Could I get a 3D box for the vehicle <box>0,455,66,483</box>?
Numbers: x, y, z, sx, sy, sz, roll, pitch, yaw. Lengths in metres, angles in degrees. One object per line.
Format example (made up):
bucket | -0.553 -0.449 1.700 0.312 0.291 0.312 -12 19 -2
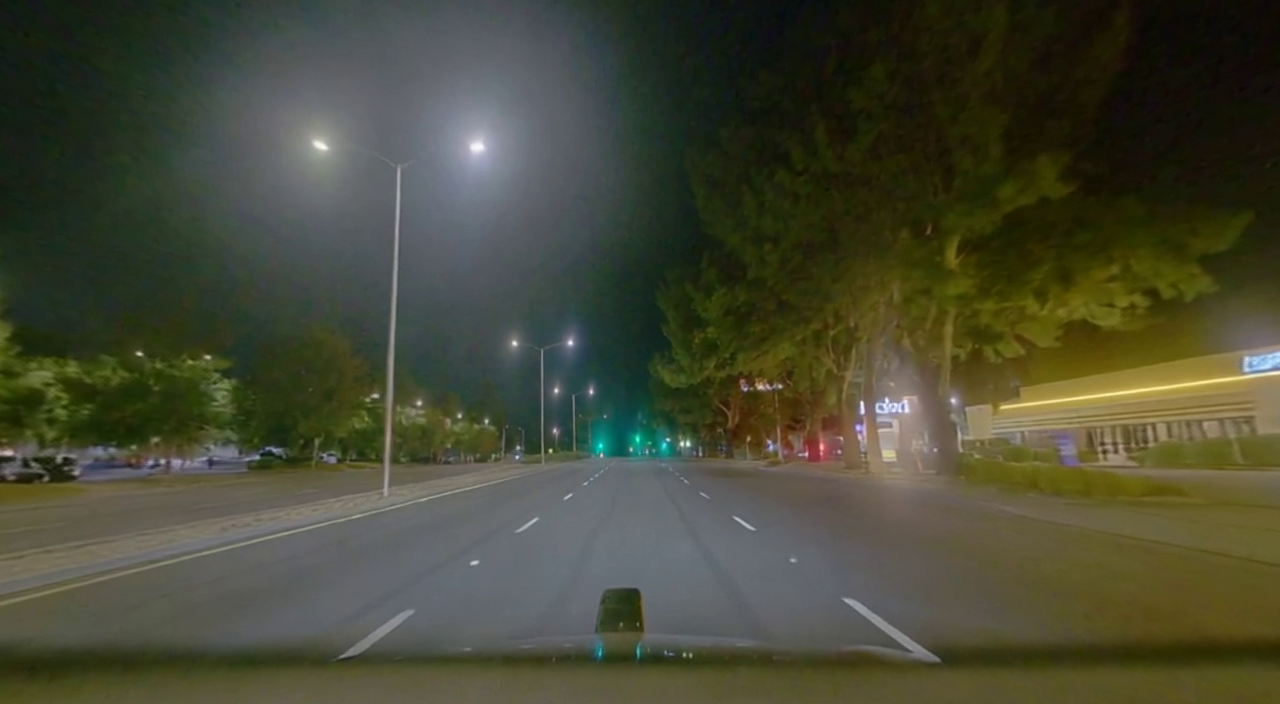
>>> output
vehicle | -34.272 6.354 34.355 4.246 1.411 1.954 0 -8 2
